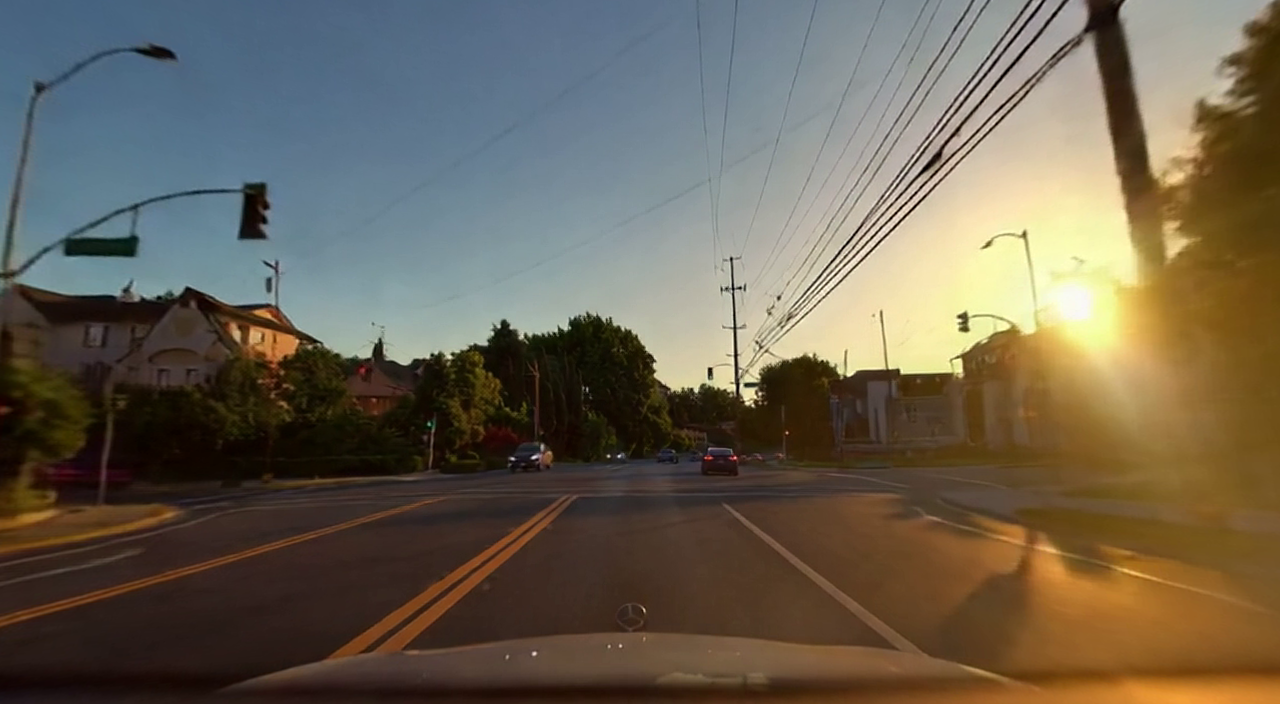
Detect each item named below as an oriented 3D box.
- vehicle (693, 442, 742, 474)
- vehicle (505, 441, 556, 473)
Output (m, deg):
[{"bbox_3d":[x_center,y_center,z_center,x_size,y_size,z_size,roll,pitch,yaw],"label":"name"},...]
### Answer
[{"bbox_3d":[3.842,5.314,31.912,1.951,1.479,4.487,0,-8,0],"label":"vehicle"},{"bbox_3d":[-6.269,6.040,36.598,1.959,1.741,4.393,-1,-8,2],"label":"vehicle"}]
